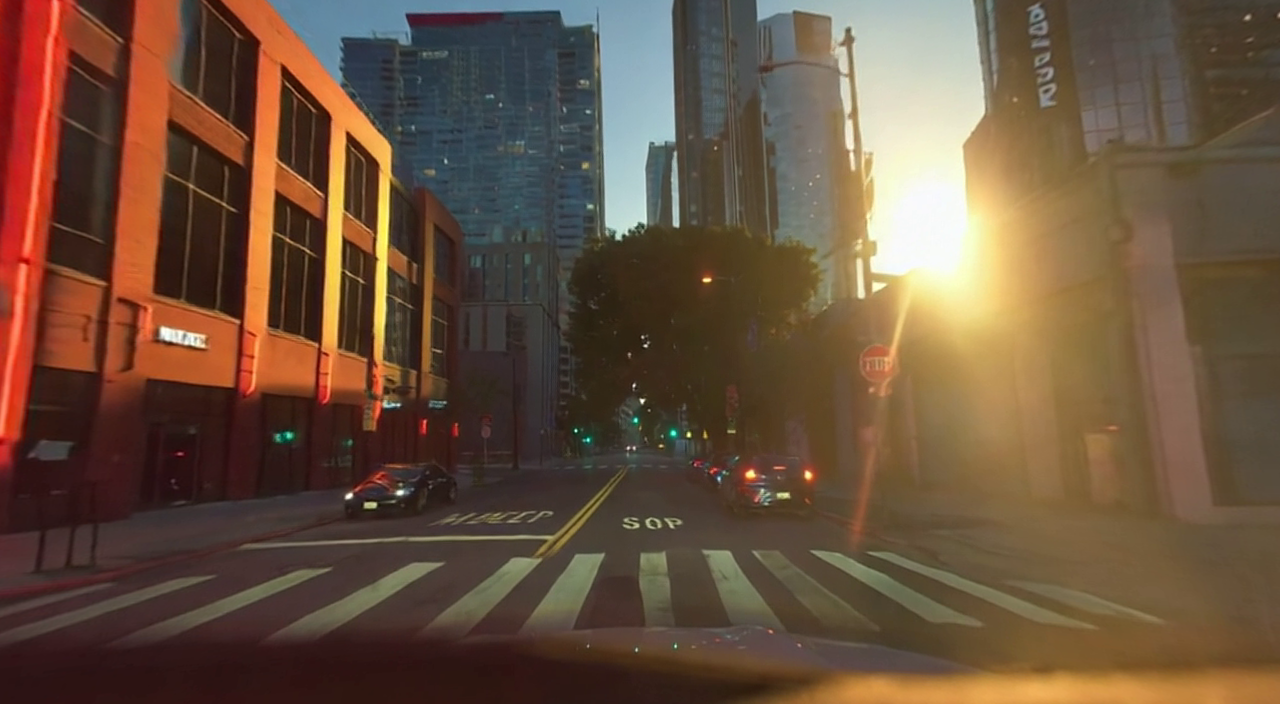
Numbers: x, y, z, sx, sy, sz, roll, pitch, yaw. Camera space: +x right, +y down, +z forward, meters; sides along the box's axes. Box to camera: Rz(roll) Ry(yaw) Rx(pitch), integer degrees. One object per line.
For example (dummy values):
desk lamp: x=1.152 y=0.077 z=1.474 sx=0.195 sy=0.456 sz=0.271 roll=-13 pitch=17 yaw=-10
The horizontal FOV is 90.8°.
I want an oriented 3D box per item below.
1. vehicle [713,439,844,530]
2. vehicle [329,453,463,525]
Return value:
vehicle: x=2.880 y=2.828 z=14.218 sx=1.917 sy=1.680 sz=4.500 roll=0 pitch=-8 yaw=0
vehicle: x=-5.733 y=3.219 z=15.405 sx=1.864 sy=1.447 sz=3.887 roll=0 pitch=-8 yaw=-3
